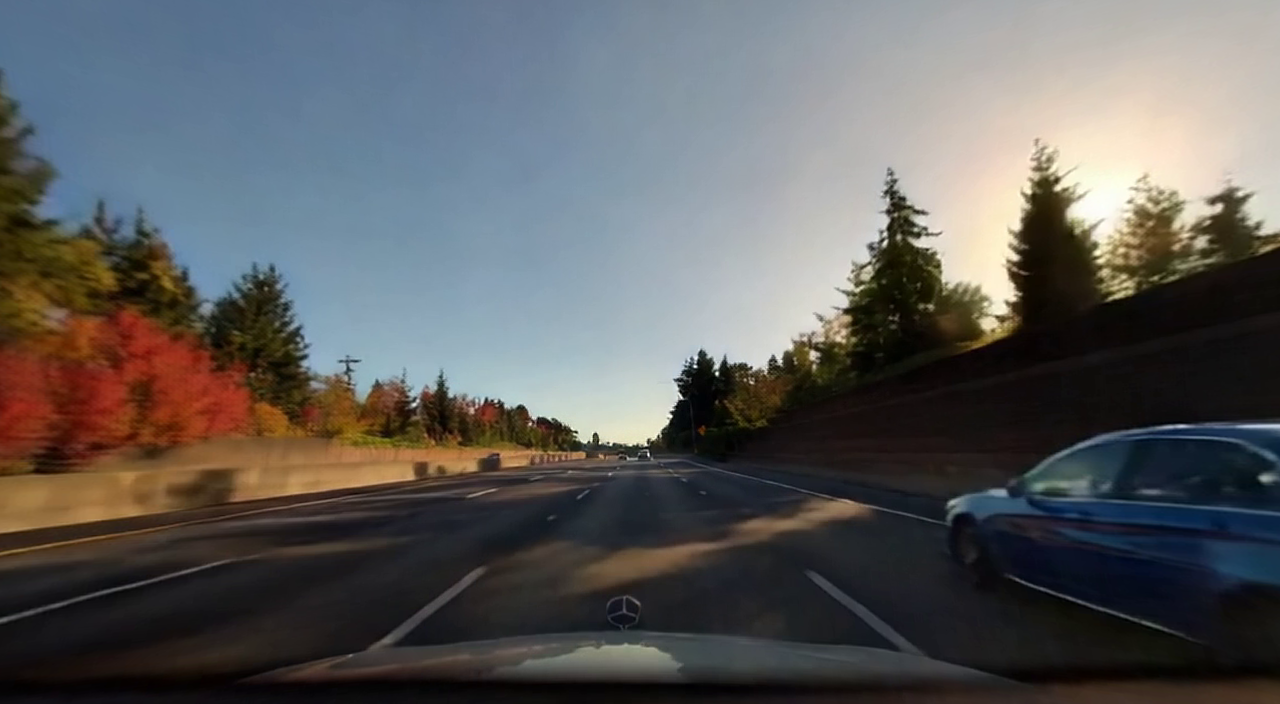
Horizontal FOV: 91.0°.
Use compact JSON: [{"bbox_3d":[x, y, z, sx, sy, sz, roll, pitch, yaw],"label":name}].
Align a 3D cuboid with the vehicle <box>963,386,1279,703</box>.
[{"bbox_3d":[3.583,0.928,2.474,2.146,1.573,4.661,0,-9,0],"label":"vehicle"}]
